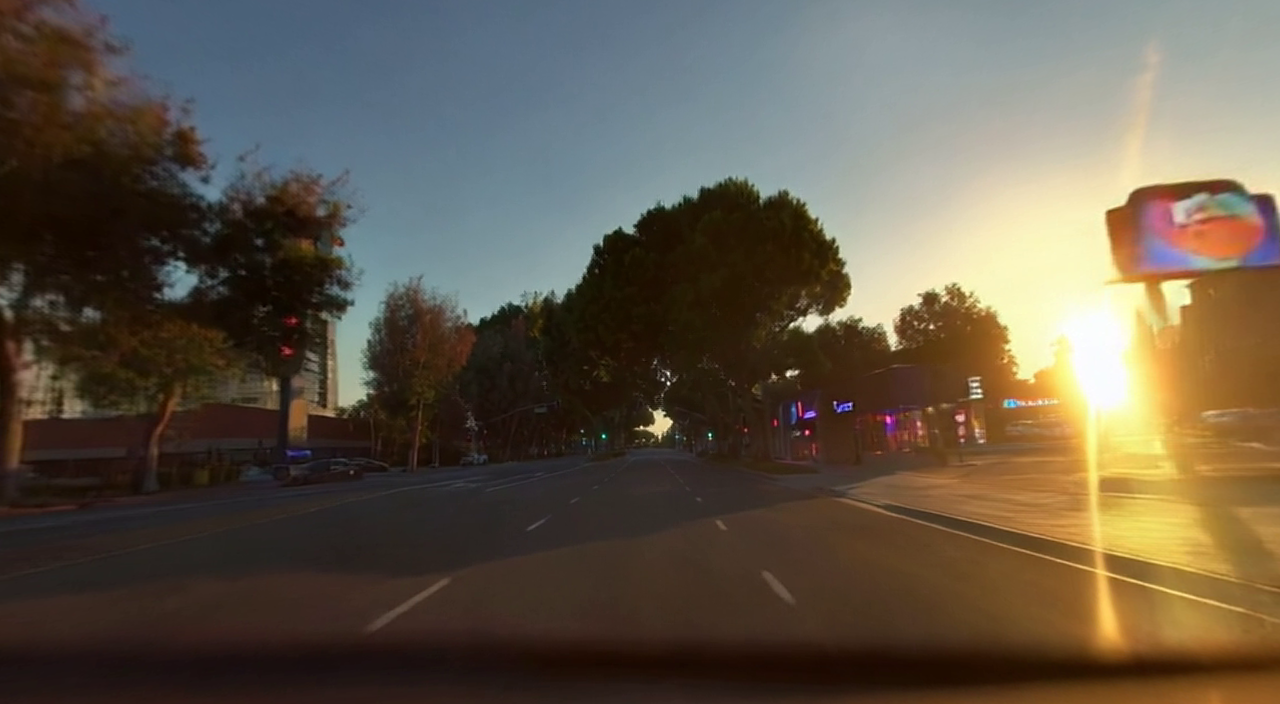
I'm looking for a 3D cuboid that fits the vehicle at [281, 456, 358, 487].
[{"bbox_3d":[-17.879,6.662,35.415,1.938,1.465,4.744,-2,-8,-1],"label":"vehicle"}]
